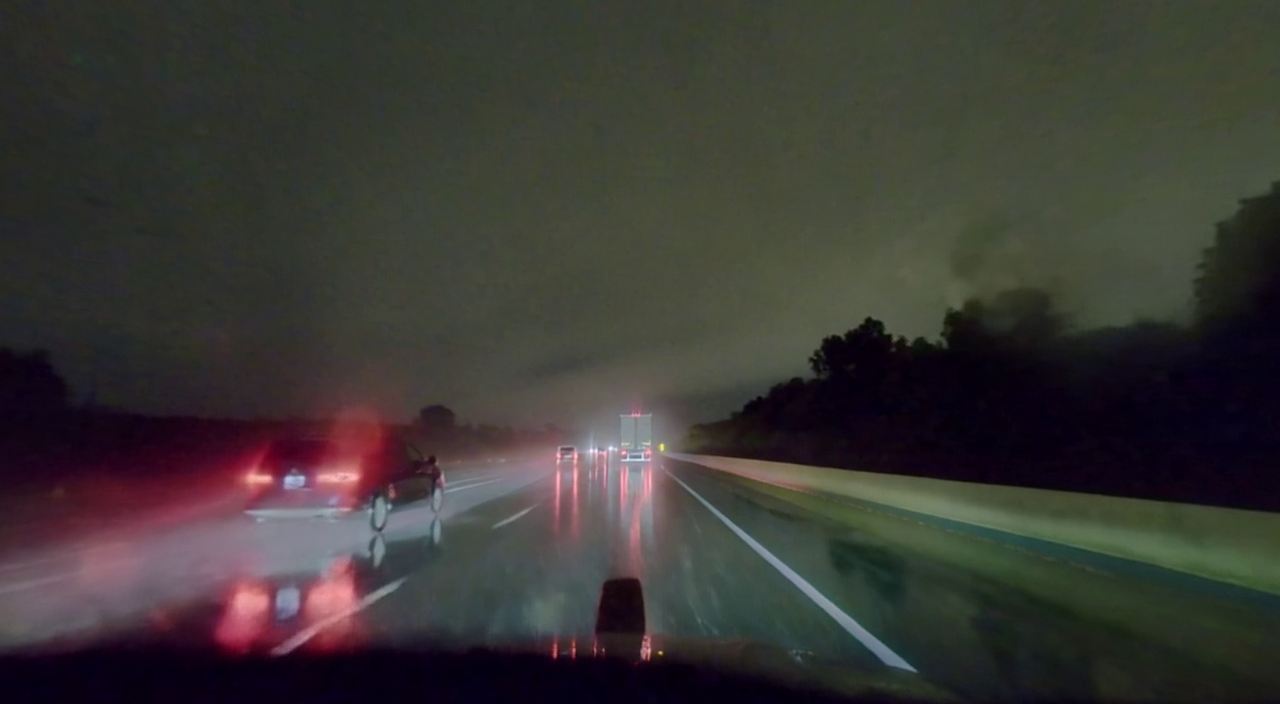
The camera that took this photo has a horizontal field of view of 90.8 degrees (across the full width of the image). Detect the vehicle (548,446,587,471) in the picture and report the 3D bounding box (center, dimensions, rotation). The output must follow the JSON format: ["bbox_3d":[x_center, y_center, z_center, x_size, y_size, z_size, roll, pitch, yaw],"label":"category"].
[{"bbox_3d":[-4.495,6.672,39.704,1.978,1.507,4.062,0,-9,0],"label":"vehicle"}]

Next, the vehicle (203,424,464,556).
[{"bbox_3d":[-4.407,2.041,10.009,1.991,1.618,4.211,0,-9,0],"label":"vehicle"}]
